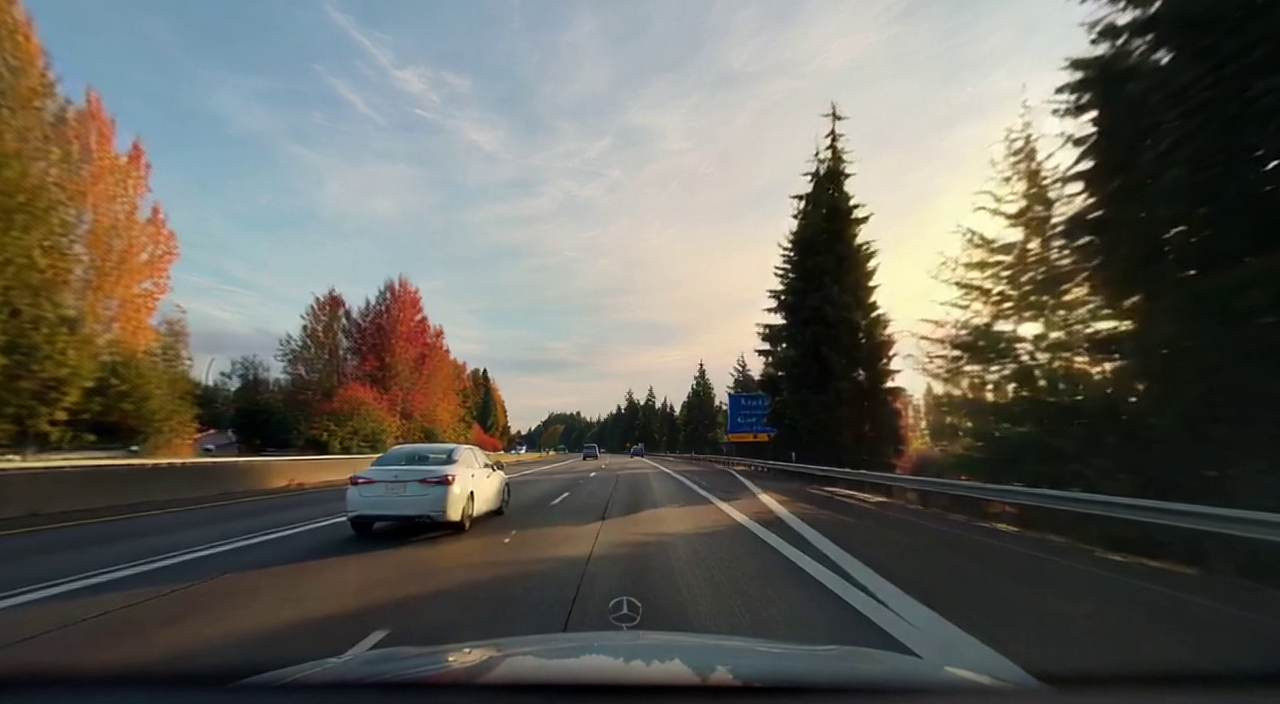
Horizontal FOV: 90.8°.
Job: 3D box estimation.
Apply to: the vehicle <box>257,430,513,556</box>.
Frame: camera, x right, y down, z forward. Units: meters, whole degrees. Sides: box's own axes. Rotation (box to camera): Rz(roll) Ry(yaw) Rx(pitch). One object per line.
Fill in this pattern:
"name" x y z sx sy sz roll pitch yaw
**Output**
"vehicle" -3.760 2.193 10.614 2.184 1.574 5.004 0 -9 1
